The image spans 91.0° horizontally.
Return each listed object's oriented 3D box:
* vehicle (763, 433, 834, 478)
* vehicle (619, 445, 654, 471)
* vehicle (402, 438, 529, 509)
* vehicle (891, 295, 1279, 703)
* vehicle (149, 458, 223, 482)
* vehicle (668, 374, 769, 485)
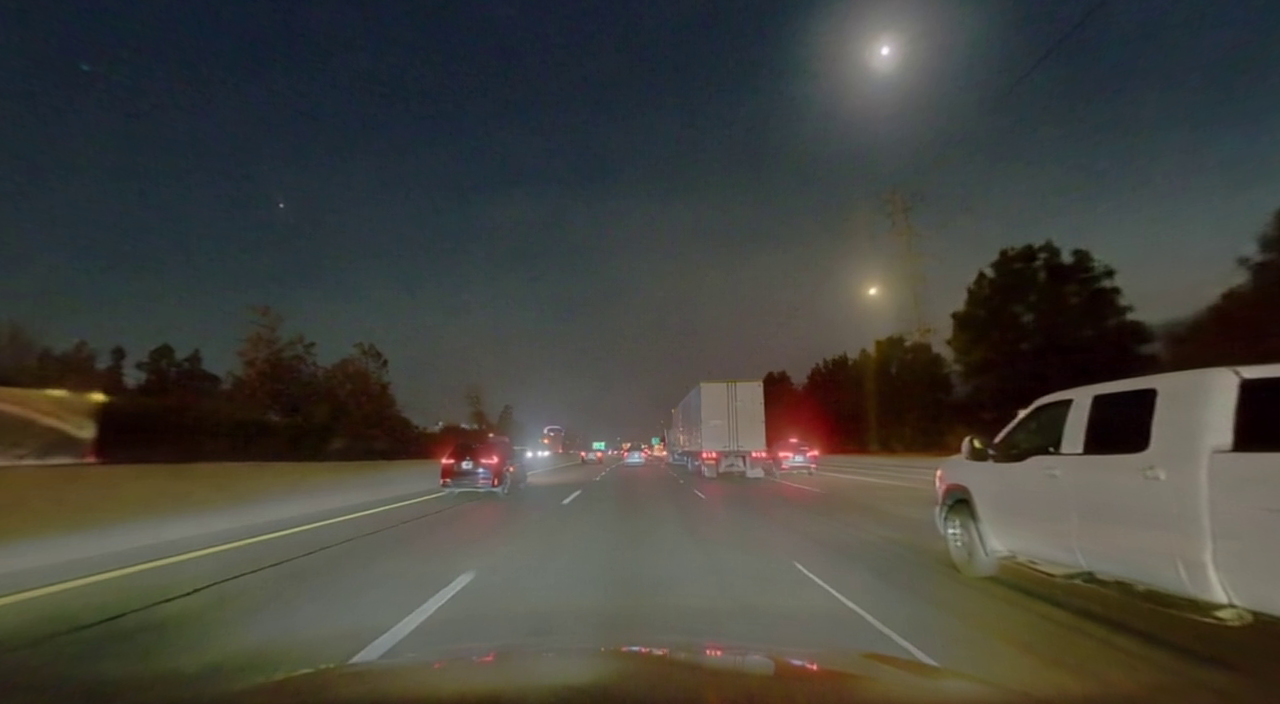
[{"bbox_3d":[7.360,4.846,29.790,2.079,1.938,4.630,0,-8,-1],"label":"vehicle"},{"bbox_3d":[-0.154,6.418,38.432,2.047,1.485,3.938,0,-8,1],"label":"vehicle"},{"bbox_3d":[-4.137,2.927,15.623,1.968,1.507,3.829,0,-8,1],"label":"vehicle"},{"bbox_3d":[3.415,0.873,3.255,2.132,1.869,4.978,0,-8,0],"label":"vehicle"},{"bbox_3d":[-30.805,7.983,42.883,1.956,1.447,4.610,1,-8,-5],"label":"vehicle"},{"bbox_3d":[3.302,4.066,31.679,2.907,4.109,16.177,0,-8,0],"label":"vehicle"}]
